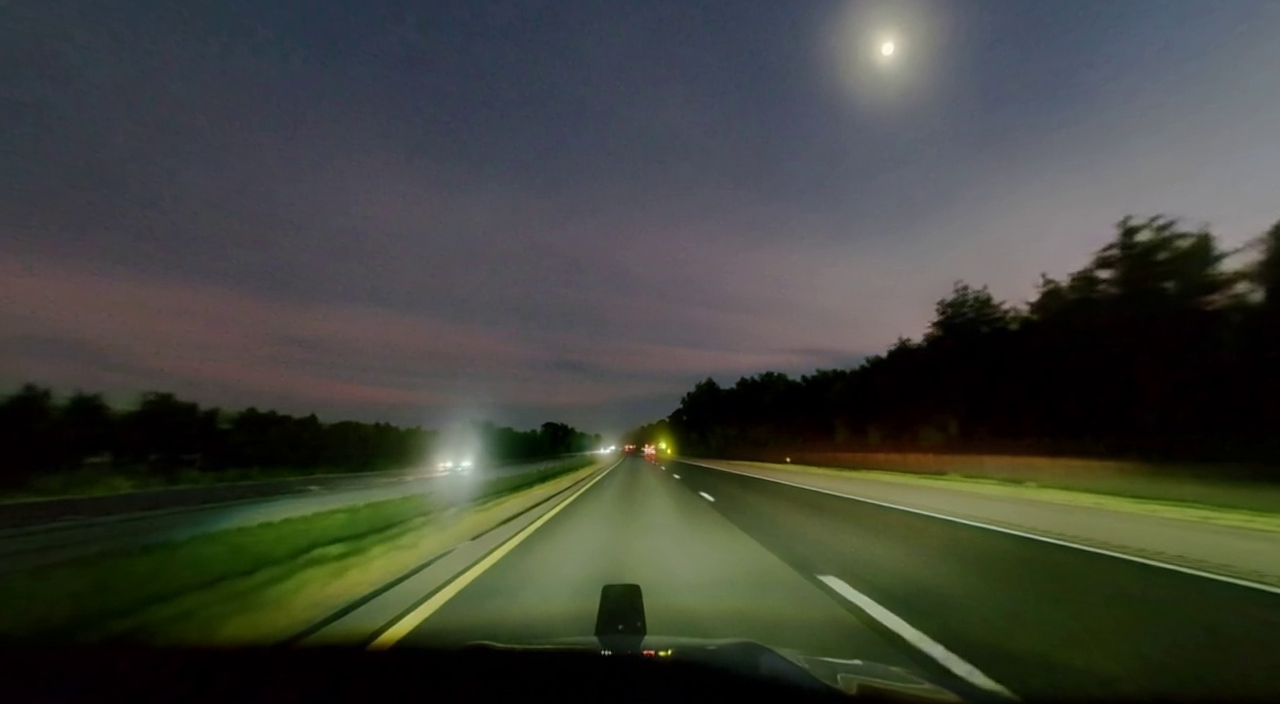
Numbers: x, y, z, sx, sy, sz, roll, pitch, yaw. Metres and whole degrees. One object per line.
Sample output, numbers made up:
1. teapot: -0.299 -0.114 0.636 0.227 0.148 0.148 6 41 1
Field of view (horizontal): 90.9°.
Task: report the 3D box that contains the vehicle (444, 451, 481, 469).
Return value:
1. vehicle: -12.847 7.808 45.797 1.644 1.235 3.646 0 -9 0
